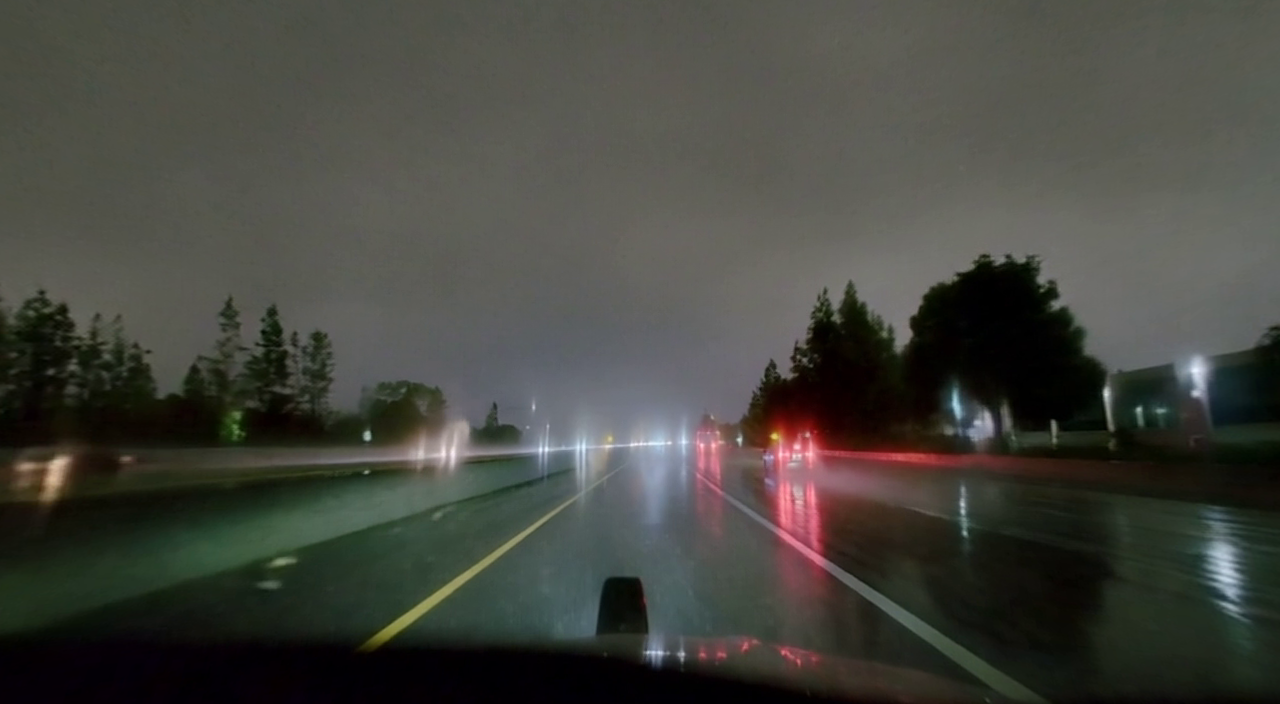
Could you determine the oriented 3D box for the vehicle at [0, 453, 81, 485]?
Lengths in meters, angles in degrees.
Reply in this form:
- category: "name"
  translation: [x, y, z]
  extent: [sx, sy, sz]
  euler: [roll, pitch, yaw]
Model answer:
- category: "vehicle"
  translation: [-33.577, 6.326, 34.291]
  extent: [1.945, 1.572, 4.722]
  euler: [-1, -8, 2]
